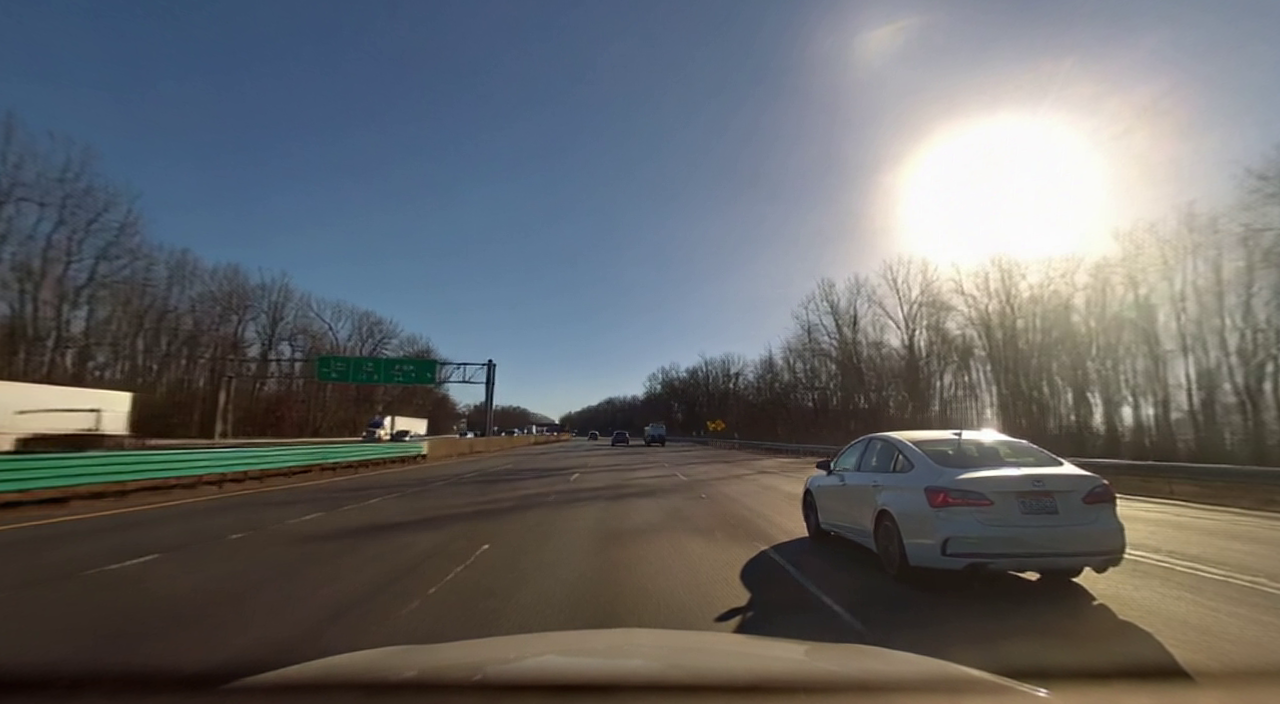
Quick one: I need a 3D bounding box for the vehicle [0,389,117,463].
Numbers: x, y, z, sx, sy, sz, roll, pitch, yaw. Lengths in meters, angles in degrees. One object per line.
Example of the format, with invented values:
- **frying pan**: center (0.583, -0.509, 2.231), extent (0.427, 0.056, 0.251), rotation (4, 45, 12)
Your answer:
- **vehicle**: center (-22.514, 2.710, 22.648), extent (2.238, 2.462, 5.879), rotation (0, -8, -1)
